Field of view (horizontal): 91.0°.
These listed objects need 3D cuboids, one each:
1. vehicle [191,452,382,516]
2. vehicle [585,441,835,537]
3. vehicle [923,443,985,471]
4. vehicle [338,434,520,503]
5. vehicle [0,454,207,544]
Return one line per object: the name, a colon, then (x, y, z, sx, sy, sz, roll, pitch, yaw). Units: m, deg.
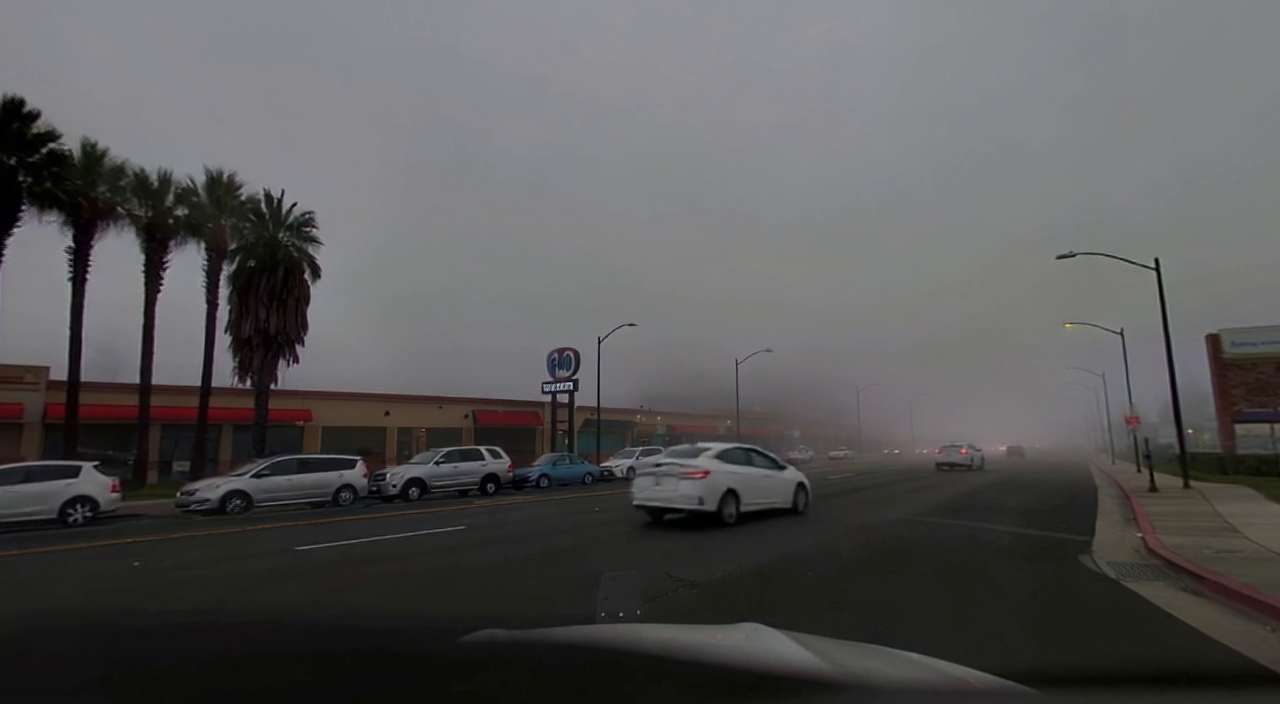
vehicle: (-10.564, 3.887, 19.151, 1.900, 1.615, 4.573, -6, -11, 37)
vehicle: (1.533, 2.487, 12.235, 4.918, 1.461, 2.139, 8, -12, -43)
vehicle: (18.702, 6.165, 37.318, 2.232, 1.513, 5.090, -6, -11, 37)
vehicle: (-6.152, 3.590, 19.006, 1.989, 1.792, 4.884, -9, -15, 36)
vehicle: (-11.431, 2.739, 12.024, 1.854, 1.482, 4.756, -6, -11, 37)
